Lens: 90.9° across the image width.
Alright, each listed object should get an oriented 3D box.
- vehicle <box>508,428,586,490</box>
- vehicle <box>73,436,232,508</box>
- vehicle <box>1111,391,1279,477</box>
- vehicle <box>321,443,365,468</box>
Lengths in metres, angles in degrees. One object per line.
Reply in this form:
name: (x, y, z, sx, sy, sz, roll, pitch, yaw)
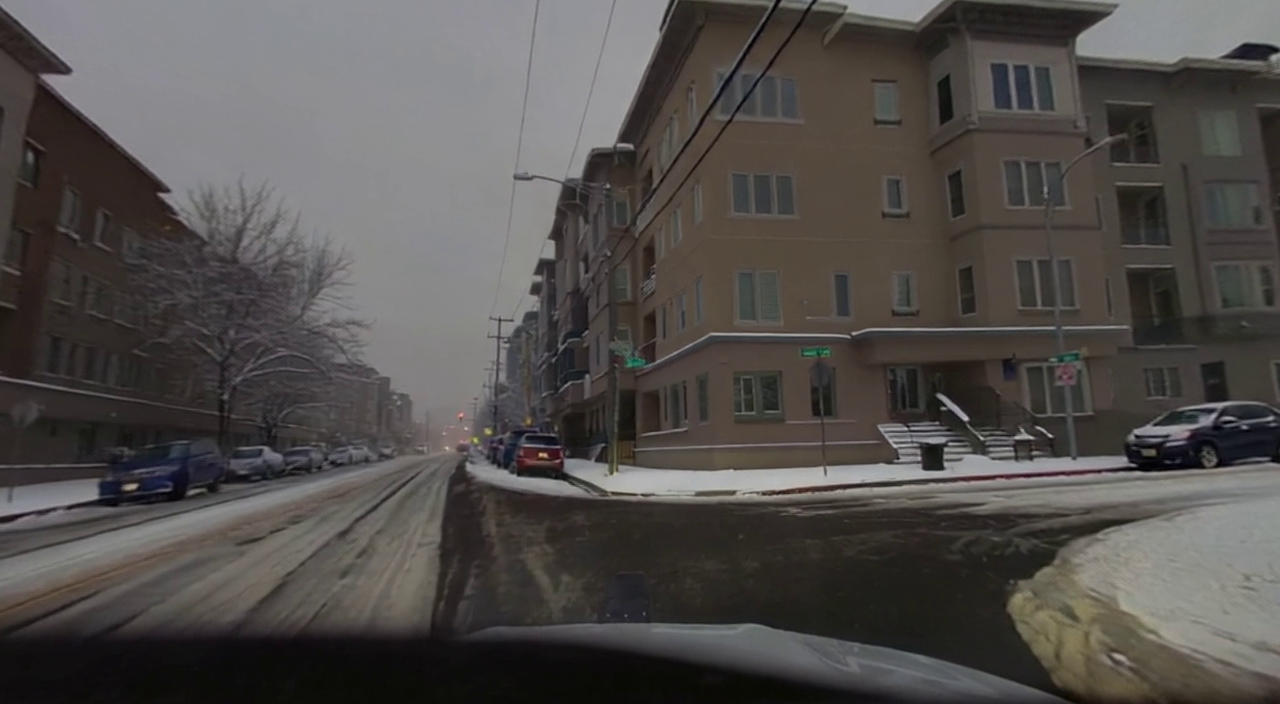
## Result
vehicle: (-3.280, 3.546, 21.377, 2.164, 1.721, 4.416, -2, -7, -14)
vehicle: (-14.406, 3.487, 19.023, 2.140, 1.874, 4.475, 2, -8, -16)
vehicle: (16.323, 2.227, 17.954, 4.259, 2.102, 2.376, -1, -4, -15)
vehicle: (-21.084, 7.330, 44.866, 2.032, 1.641, 4.162, 2, -8, -15)
